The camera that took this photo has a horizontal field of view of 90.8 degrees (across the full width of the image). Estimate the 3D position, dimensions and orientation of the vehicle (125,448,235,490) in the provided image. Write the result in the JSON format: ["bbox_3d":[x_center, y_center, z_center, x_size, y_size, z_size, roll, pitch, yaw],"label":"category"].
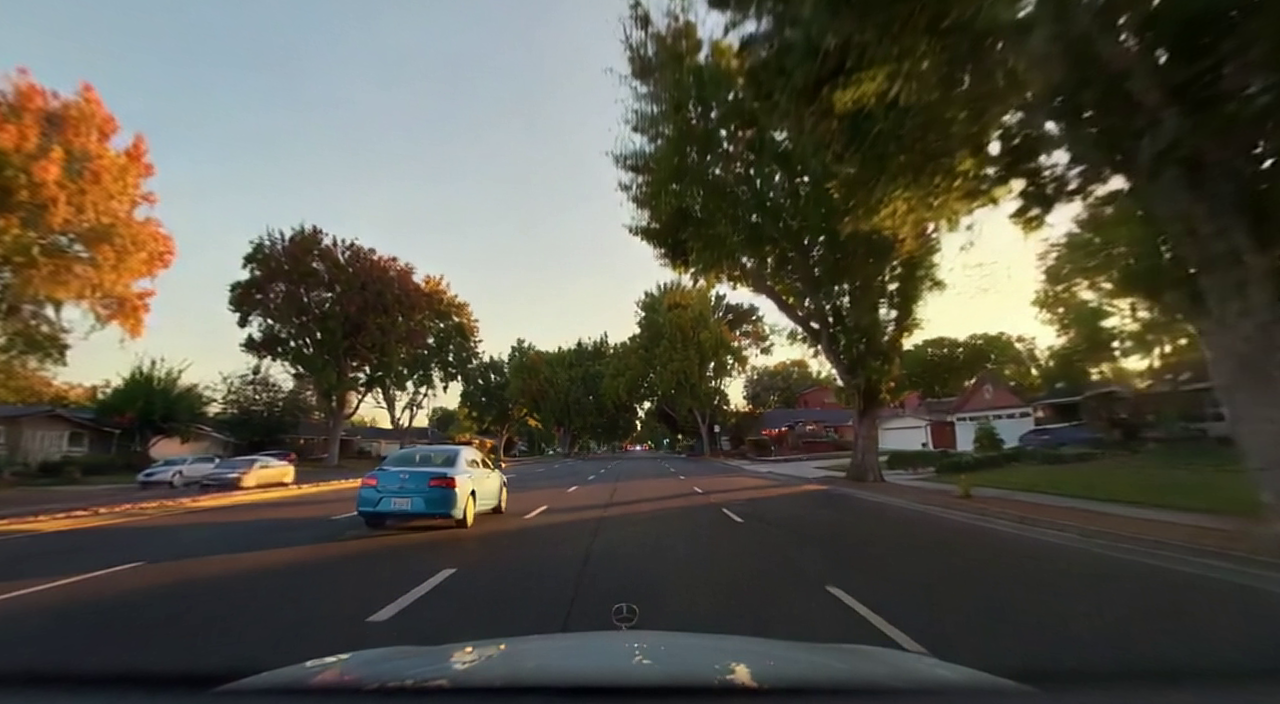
[{"bbox_3d":[-22.893,5.820,31.736,1.986,1.897,4.636,0,-8,0],"label":"vehicle"}]

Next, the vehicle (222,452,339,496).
[{"bbox_3d":[-12.698,4.292,22.637,1.855,1.373,3.917,0,-8,0],"label":"vehicle"}]

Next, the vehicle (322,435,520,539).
[{"bbox_3d":[-3.547,2.250,11.212,2.005,1.477,4.169,0,-8,0],"label":"vehicle"}]
